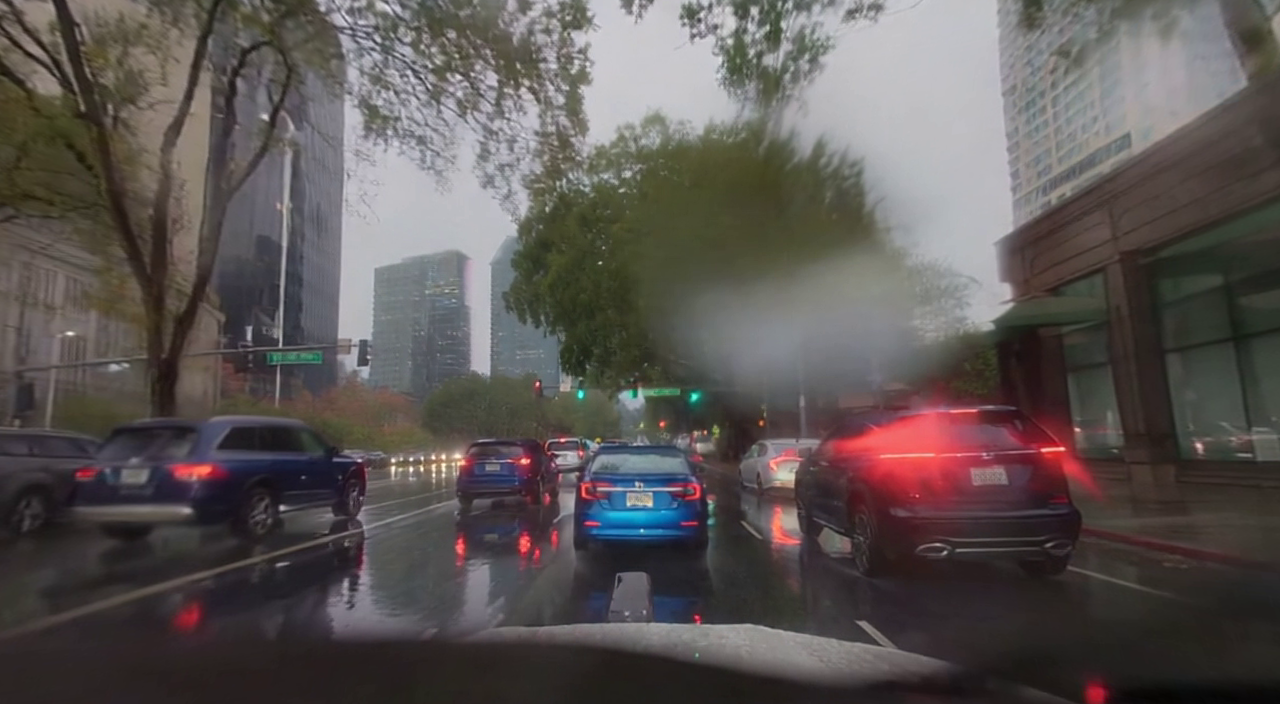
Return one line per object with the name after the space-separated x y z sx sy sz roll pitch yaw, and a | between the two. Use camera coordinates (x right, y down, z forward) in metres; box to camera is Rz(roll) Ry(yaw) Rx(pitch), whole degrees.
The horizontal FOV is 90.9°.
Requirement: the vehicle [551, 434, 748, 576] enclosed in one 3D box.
0.076 1.965 8.906 2.147 1.507 3.953 0 -8 -1 | vehicle

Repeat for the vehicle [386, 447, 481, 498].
-6.569 3.854 20.510 1.778 1.475 3.769 0 -9 0 | vehicle

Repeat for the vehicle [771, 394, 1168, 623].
3.062 1.551 7.212 2.108 1.785 4.334 0 -8 -1 | vehicle

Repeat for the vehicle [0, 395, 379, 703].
-3.308 1.018 2.878 2.144 1.505 4.635 -1 -9 2 | vehicle

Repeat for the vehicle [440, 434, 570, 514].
-3.194 3.002 16.062 2.168 1.719 4.561 -1 -8 2 | vehicle
